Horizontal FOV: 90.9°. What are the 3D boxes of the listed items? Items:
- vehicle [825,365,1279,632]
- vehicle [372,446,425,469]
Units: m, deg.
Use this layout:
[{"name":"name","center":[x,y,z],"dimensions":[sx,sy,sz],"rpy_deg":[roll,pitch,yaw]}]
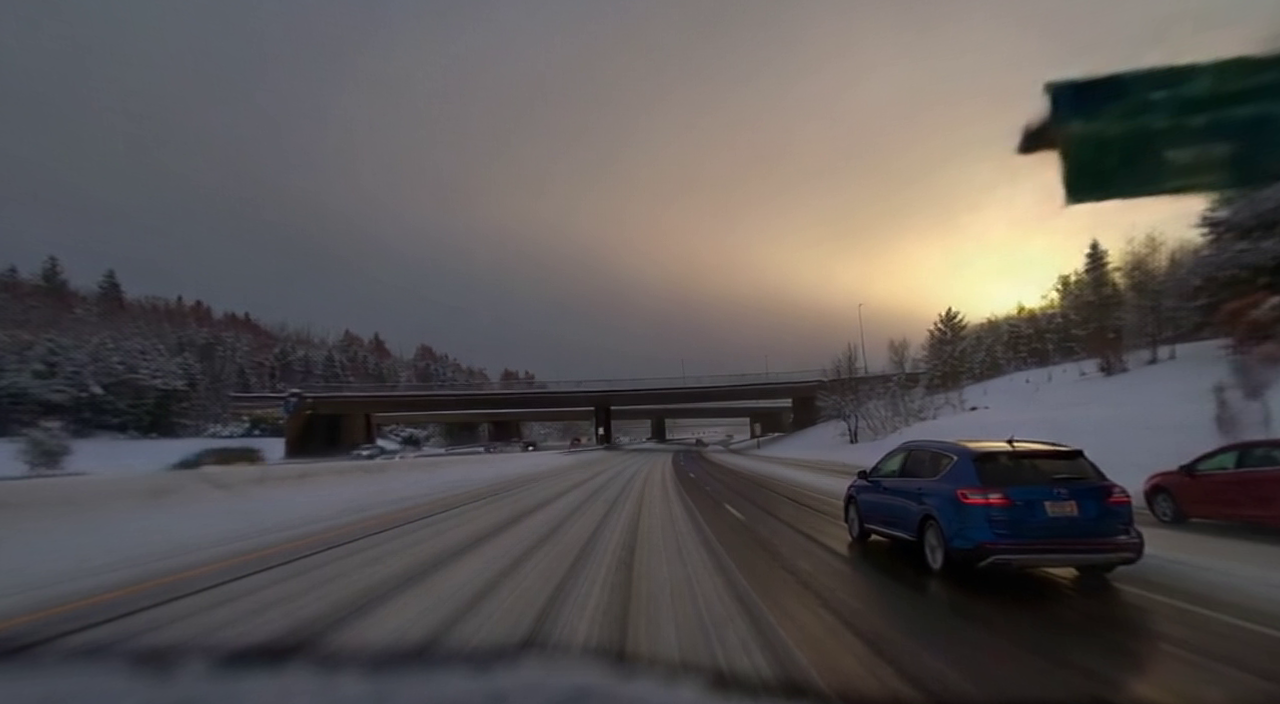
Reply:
[{"name":"vehicle","center":[3.591,1.281,6.459],"dimensions":[2.019,1.732,4.579],"rpy_deg":[0,-8,1]},{"name":"vehicle","center":[-16.569,7.243,43.435],"dimensions":[1.806,1.484,4.367],"rpy_deg":[-1,-8,2]}]
